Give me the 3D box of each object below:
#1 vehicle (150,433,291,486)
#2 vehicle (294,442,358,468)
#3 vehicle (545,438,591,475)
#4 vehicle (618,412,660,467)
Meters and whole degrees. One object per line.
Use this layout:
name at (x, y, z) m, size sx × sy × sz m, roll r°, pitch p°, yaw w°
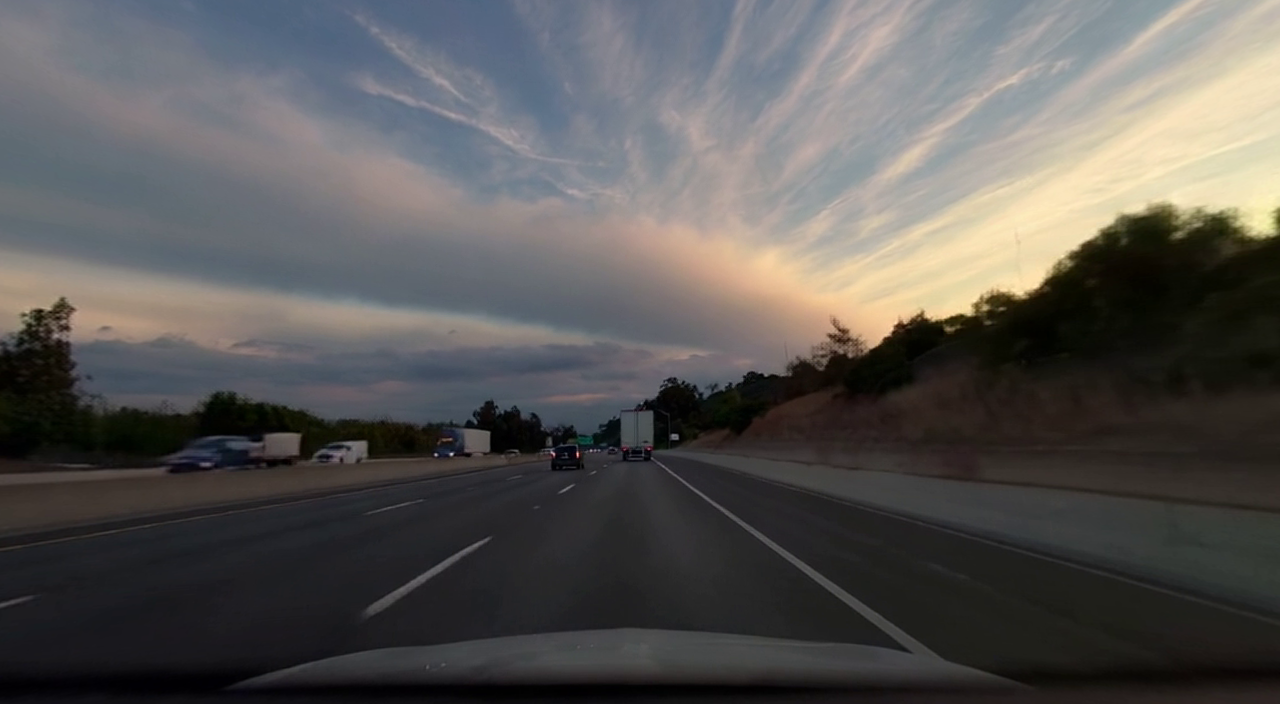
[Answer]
vehicle at (-20.954, 5.416, 32.103) m, size 2.519 × 2.340 × 6.853 m, roll 0°, pitch -9°, yaw -1°
vehicle at (-21.055, 6.935, 42.542) m, size 1.908 × 1.653 × 4.750 m, roll 0°, pitch -9°, yaw -1°
vehicle at (-3.883, 5.757, 34.904) m, size 2.139 × 1.925 × 4.312 m, roll 0°, pitch -9°, yaw -2°
vehicle at (-0.299, 7.002, 49.792) m, size 2.884 × 3.760 × 12.850 m, roll 0°, pitch -9°, yaw -2°
